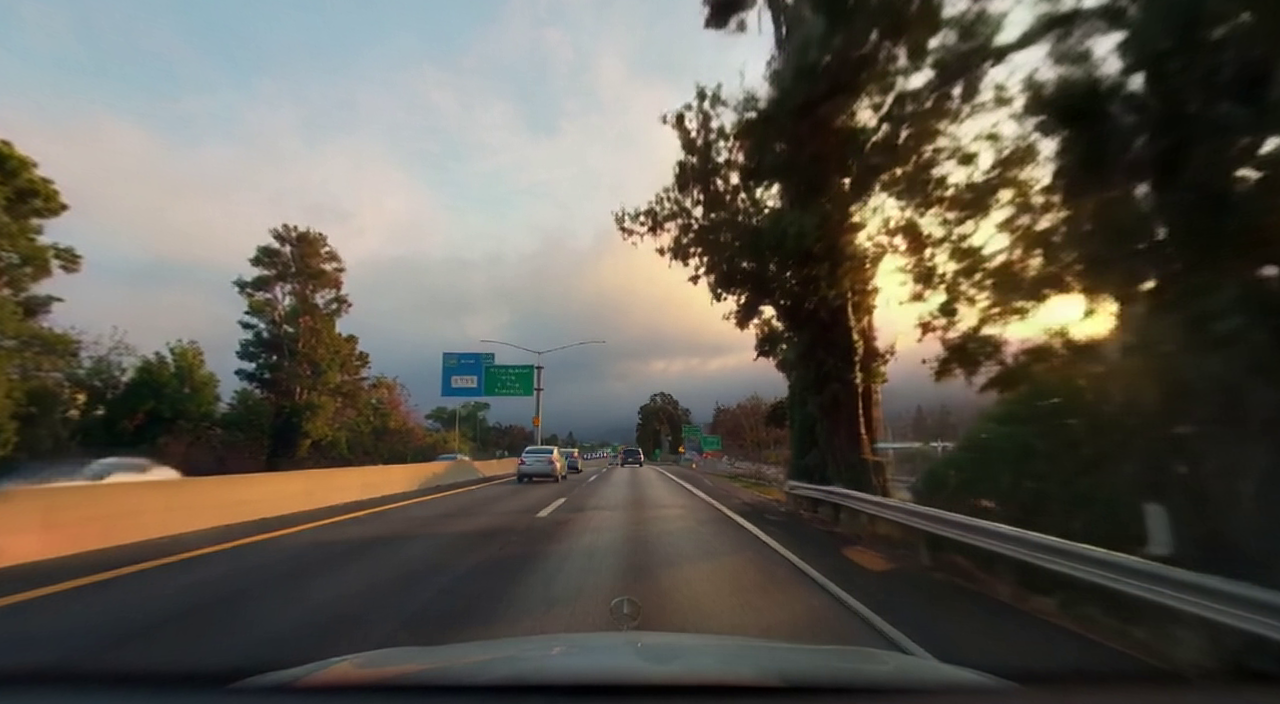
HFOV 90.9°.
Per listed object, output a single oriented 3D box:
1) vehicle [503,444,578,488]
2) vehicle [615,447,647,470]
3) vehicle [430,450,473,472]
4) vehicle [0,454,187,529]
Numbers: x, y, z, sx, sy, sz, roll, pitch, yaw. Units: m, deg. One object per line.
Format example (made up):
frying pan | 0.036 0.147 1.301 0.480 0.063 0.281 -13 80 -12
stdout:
vehicle | -3.701 4.331 24.309 2.067 1.509 4.551 0 -8 1
vehicle | -0.648 7.479 44.467 2.100 1.471 3.956 0 -8 -1
vehicle | -13.784 7.985 46.444 1.939 1.475 4.365 1 -9 -2
vehicle | -13.542 3.227 15.211 1.854 1.459 4.565 0 -8 0
